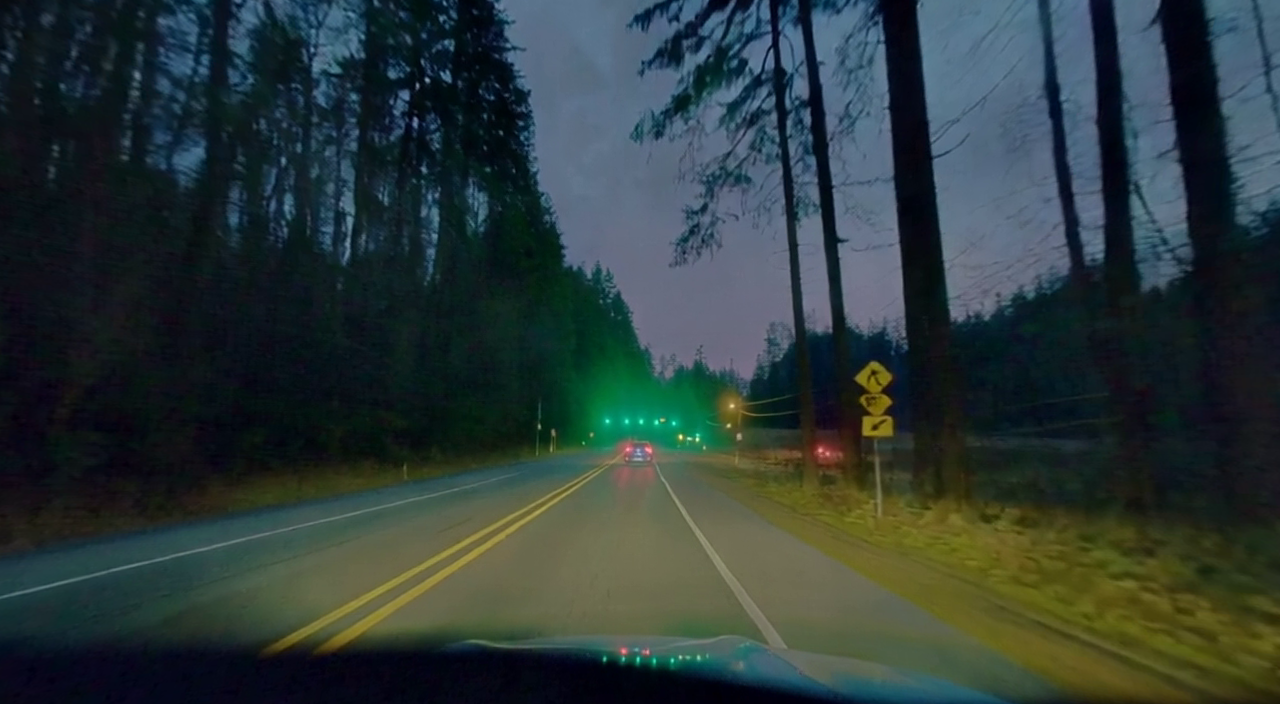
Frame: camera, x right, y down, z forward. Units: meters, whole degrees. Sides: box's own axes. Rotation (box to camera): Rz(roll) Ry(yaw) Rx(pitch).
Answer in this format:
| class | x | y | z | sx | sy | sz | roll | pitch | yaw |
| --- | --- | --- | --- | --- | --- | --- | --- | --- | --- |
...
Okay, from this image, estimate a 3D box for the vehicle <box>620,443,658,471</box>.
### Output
| class | x | y | z | sx | sy | sz | roll | pitch | yaw |
| --- | --- | --- | --- | --- | --- | --- | --- | --- | --- |
| vehicle | -0.077 | 5.952 | 35.955 | 2.042 | 1.489 | 3.963 | 0 | -9 | 0 |
